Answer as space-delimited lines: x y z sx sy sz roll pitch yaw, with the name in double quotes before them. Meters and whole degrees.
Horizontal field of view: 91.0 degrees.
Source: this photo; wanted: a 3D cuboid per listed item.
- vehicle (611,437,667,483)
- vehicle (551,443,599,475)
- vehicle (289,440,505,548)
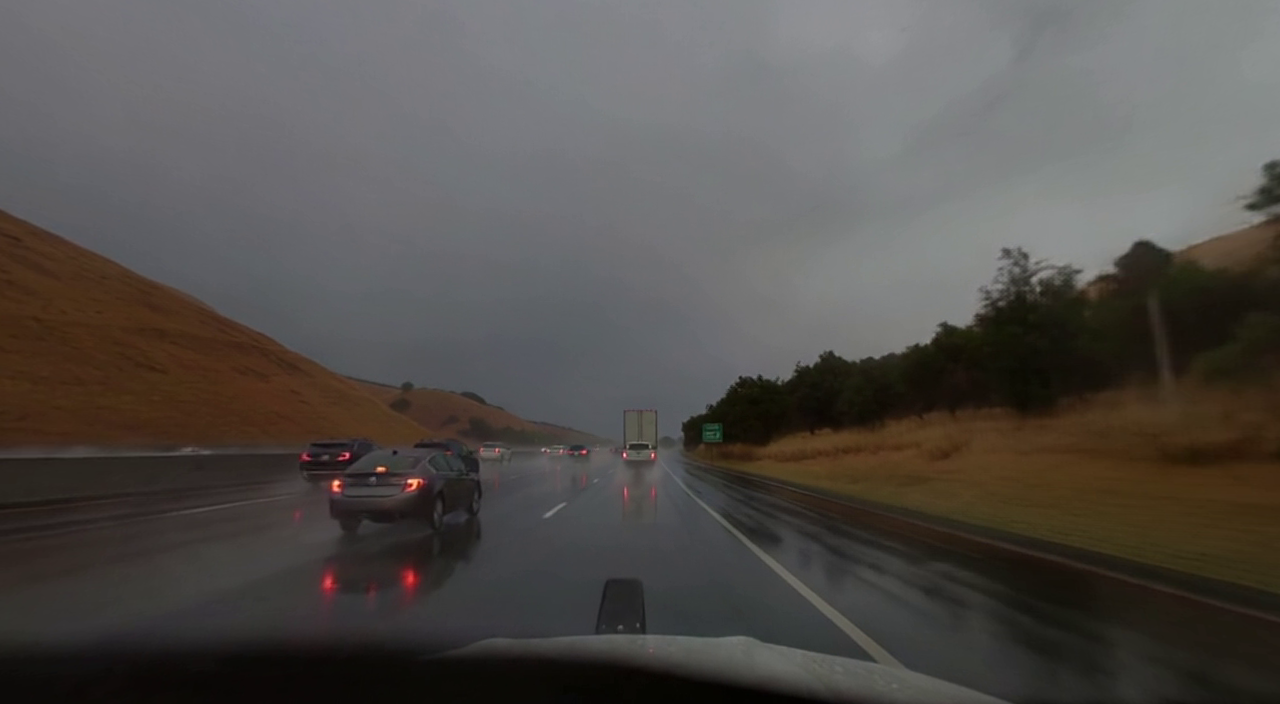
"vehicle" -0.046 4.713 27.809 2.281 1.795 4.297 1 -8 0
"vehicle" -3.596 6.031 35.696 2.155 1.661 4.477 1 -8 1
"vehicle" -3.911 2.332 11.167 1.943 1.468 4.547 1 -8 1
